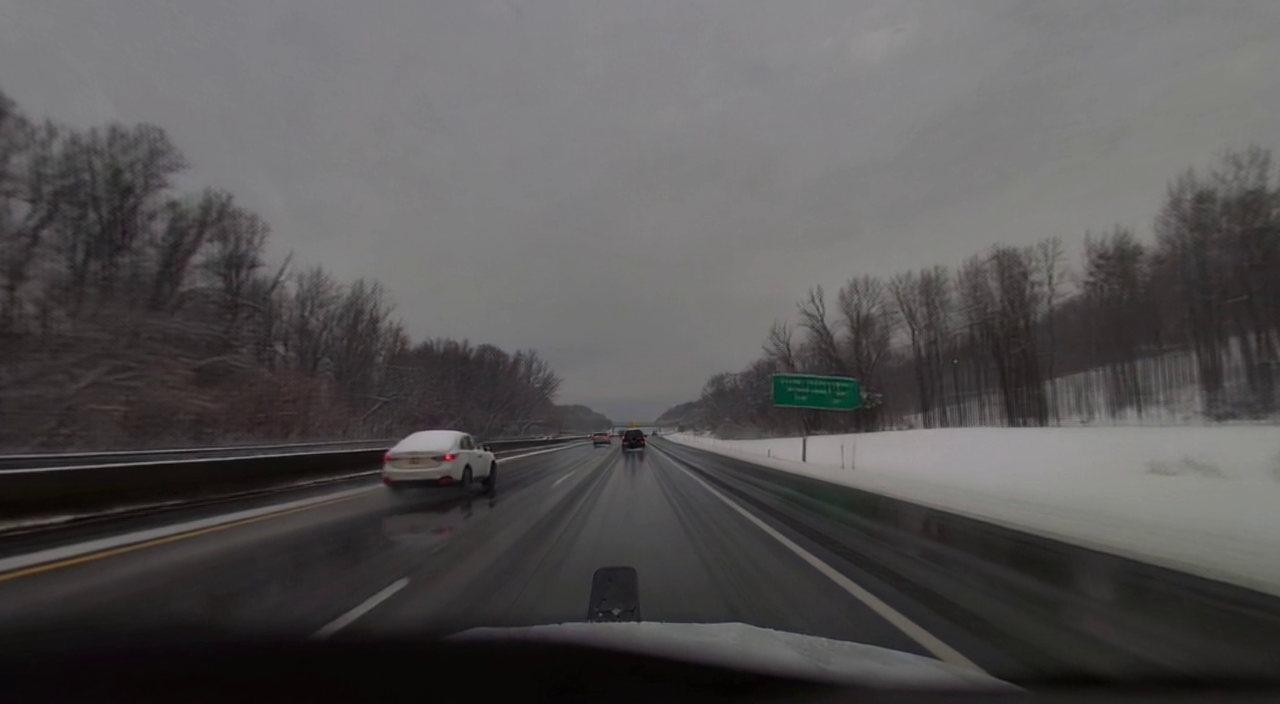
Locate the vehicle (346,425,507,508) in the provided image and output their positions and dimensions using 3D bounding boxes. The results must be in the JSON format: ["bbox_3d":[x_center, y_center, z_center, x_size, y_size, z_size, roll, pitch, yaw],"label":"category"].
[{"bbox_3d":[-4.314,2.359,13.513,2.030,1.491,4.046,0,-8,0],"label":"vehicle"}]

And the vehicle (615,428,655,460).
[{"bbox_3d":[-0.279,5.164,35.444,2.134,1.654,4.174,0,-8,-1],"label":"vehicle"}]
